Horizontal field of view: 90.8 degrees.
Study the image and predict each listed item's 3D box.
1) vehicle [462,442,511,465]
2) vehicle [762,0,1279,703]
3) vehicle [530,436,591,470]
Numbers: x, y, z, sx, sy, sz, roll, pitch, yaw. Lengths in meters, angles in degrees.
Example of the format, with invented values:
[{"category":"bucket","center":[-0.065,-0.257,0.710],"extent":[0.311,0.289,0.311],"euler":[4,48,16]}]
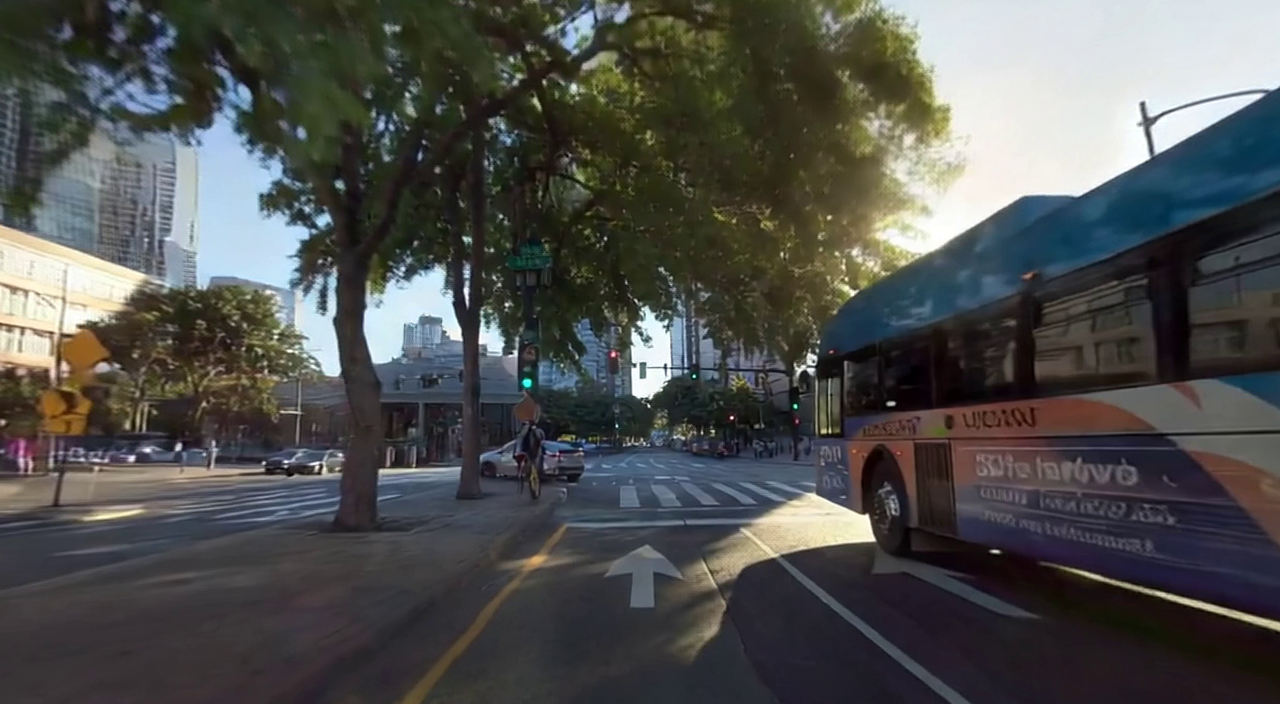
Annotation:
[{"category":"vehicle","center":[-10.795,7.090,44.291],"extent":[2.036,1.467,3.979],"euler":[5,-10,-33]},{"category":"vehicle","center":[3.218,-0.386,1.057],"extent":[3.250,3.731,13.693],"euler":[0,-8,0]},{"category":"vehicle","center":[-4.088,5.067,31.870],"extent":[2.123,1.544,4.158],"euler":[3,-9,-20]}]
